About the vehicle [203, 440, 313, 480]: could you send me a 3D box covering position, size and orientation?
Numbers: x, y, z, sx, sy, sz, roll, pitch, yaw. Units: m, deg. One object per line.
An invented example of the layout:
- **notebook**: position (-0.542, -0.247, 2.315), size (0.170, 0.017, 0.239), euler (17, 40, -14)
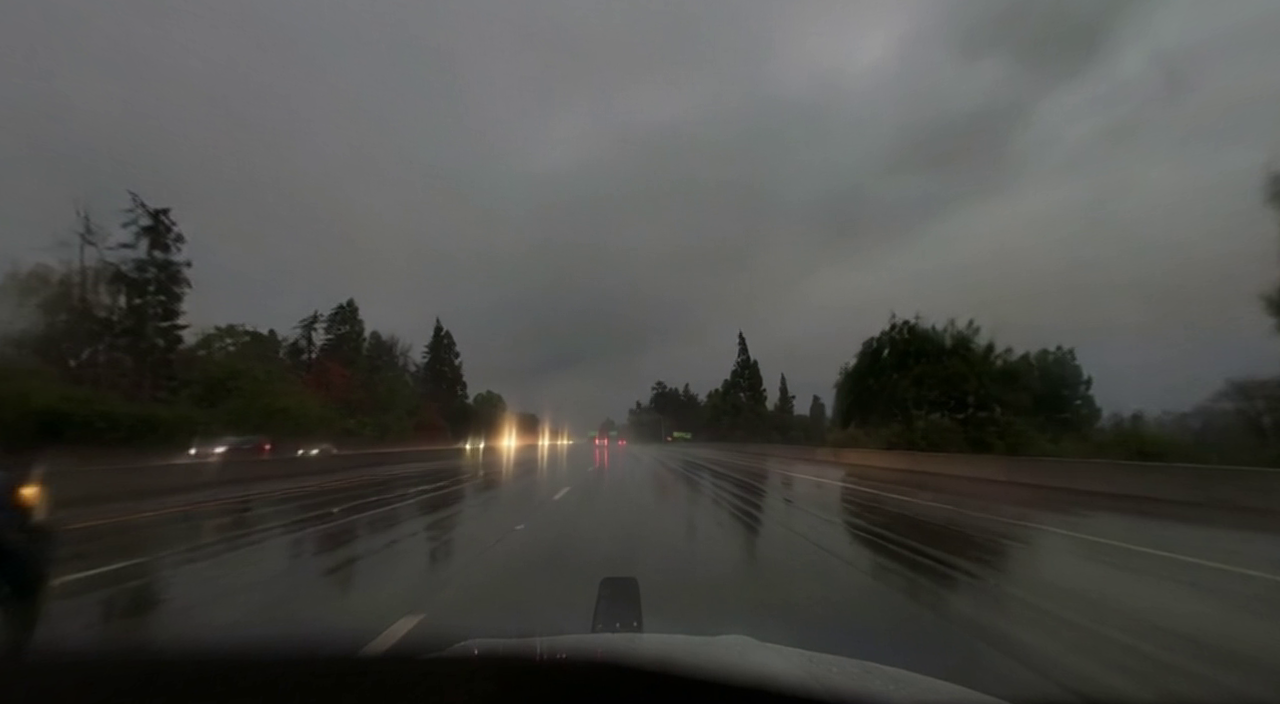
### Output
- **vehicle**: position (-16.083, 4.522, 26.772), size (1.870, 1.524, 4.571), euler (0, -8, -1)
